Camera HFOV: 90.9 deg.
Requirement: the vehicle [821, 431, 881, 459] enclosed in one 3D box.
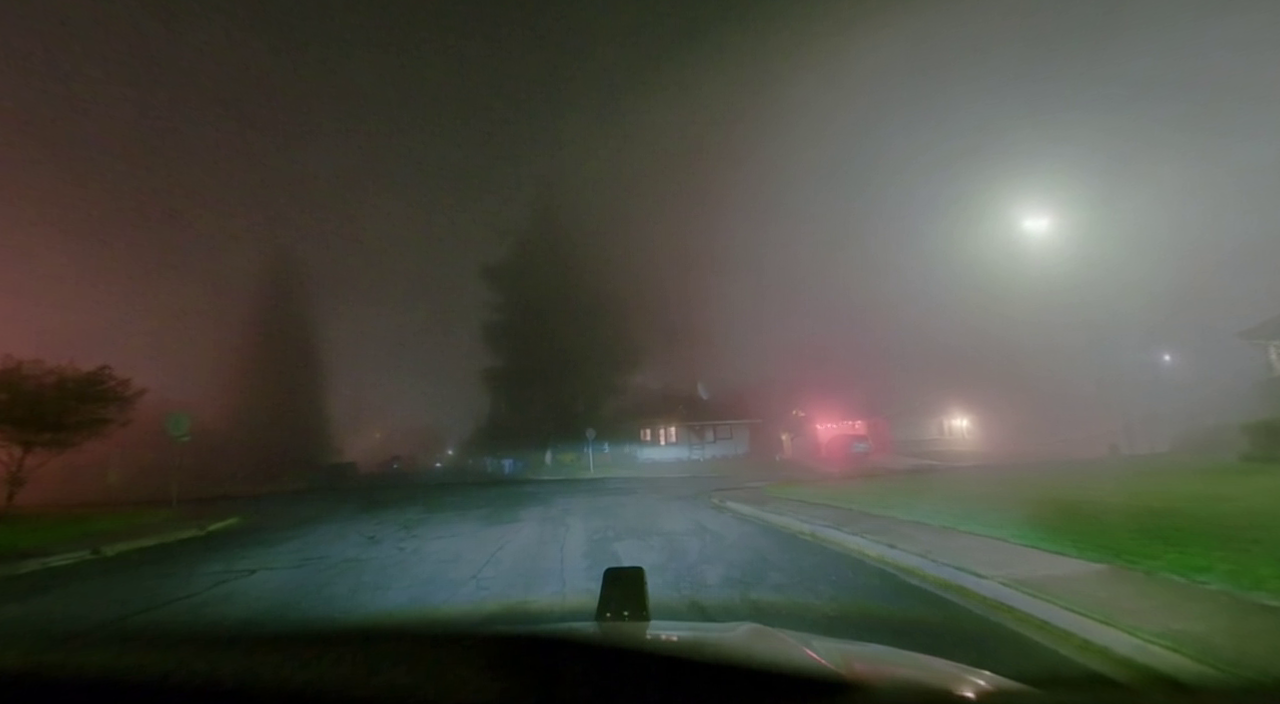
[{"bbox_3d":[14.643,6.526,44.073,1.992,1.813,5.079,0,-9,-5],"label":"vehicle"}]
